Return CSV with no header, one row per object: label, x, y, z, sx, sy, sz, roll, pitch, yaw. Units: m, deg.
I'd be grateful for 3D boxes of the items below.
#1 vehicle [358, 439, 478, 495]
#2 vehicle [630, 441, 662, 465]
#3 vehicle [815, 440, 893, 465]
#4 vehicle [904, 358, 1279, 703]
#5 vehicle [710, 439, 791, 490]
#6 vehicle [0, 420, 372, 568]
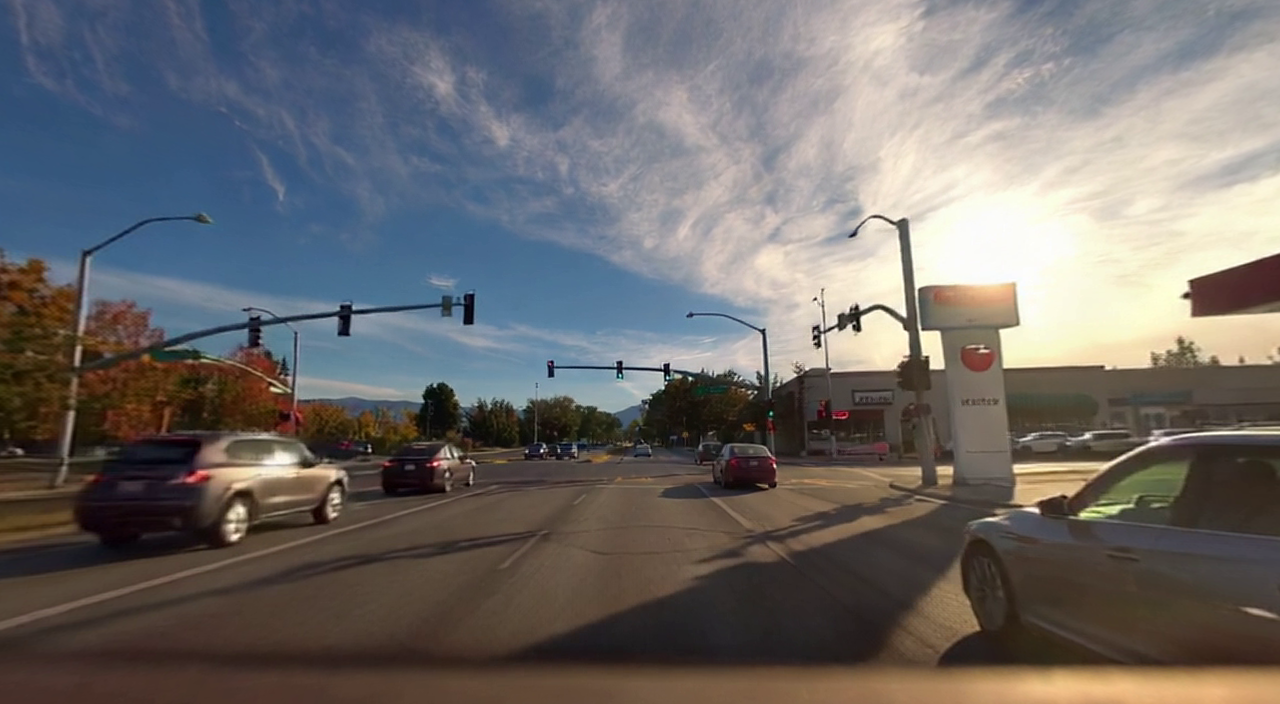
vehicle,-6.483,3.387,19.048,2.038,1.484,4.273,0,-8,0
vehicle,0.341,6.597,41.372,2.008,1.464,4.052,0,-8,-1
vehicle,13.883,6.531,41.162,4.370,1.517,1.939,0,-8,3
vehicle,3.296,0.926,2.832,2.174,1.596,4.779,0,-8,0
vehicle,3.461,3.601,20.603,1.842,1.480,4.155,0,-8,-1
vehicle,-6.124,1.906,9.360,2.176,1.591,4.778,0,-8,1
